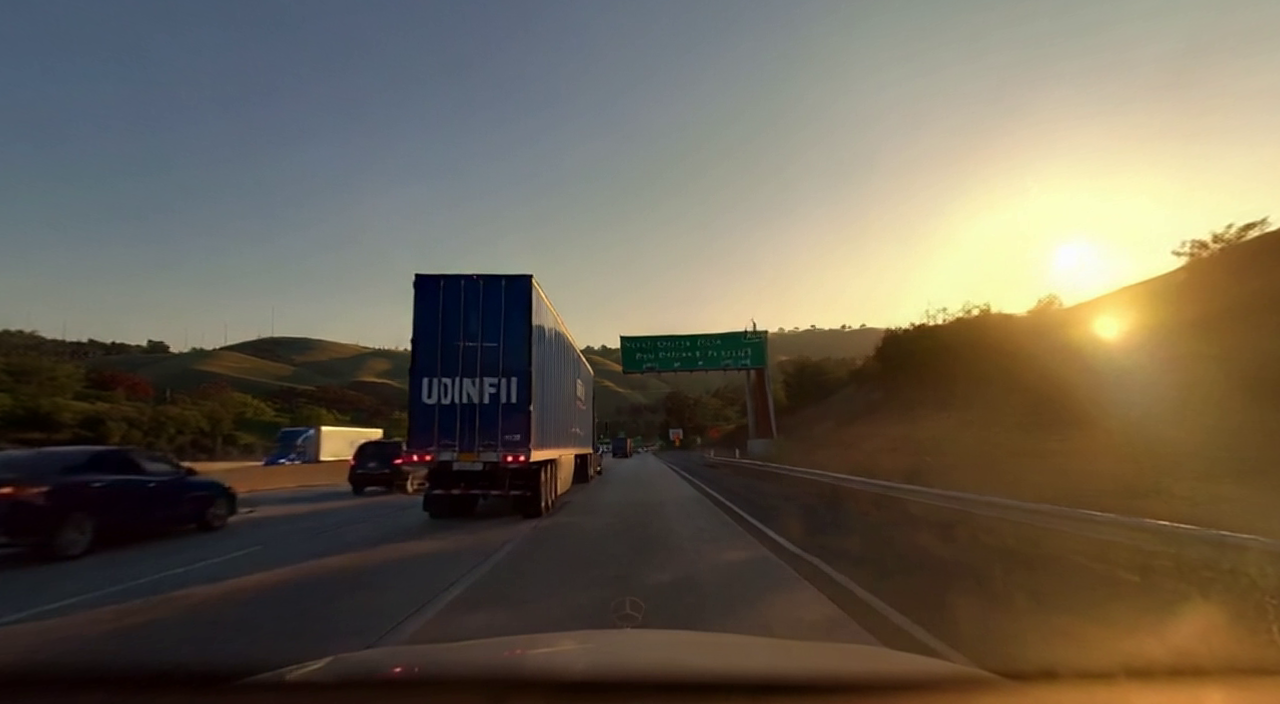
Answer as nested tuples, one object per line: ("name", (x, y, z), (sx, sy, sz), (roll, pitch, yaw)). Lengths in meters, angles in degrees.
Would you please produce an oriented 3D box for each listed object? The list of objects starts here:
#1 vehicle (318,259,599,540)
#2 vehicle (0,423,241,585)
("vehicle", (-3.253, 1.843, 17.796), (3.202, 4.352, 16.251), (0, -8, 0))
("vehicle", (-7.396, 1.751, 7.844), (1.949, 1.604, 4.456), (0, -8, 0))
